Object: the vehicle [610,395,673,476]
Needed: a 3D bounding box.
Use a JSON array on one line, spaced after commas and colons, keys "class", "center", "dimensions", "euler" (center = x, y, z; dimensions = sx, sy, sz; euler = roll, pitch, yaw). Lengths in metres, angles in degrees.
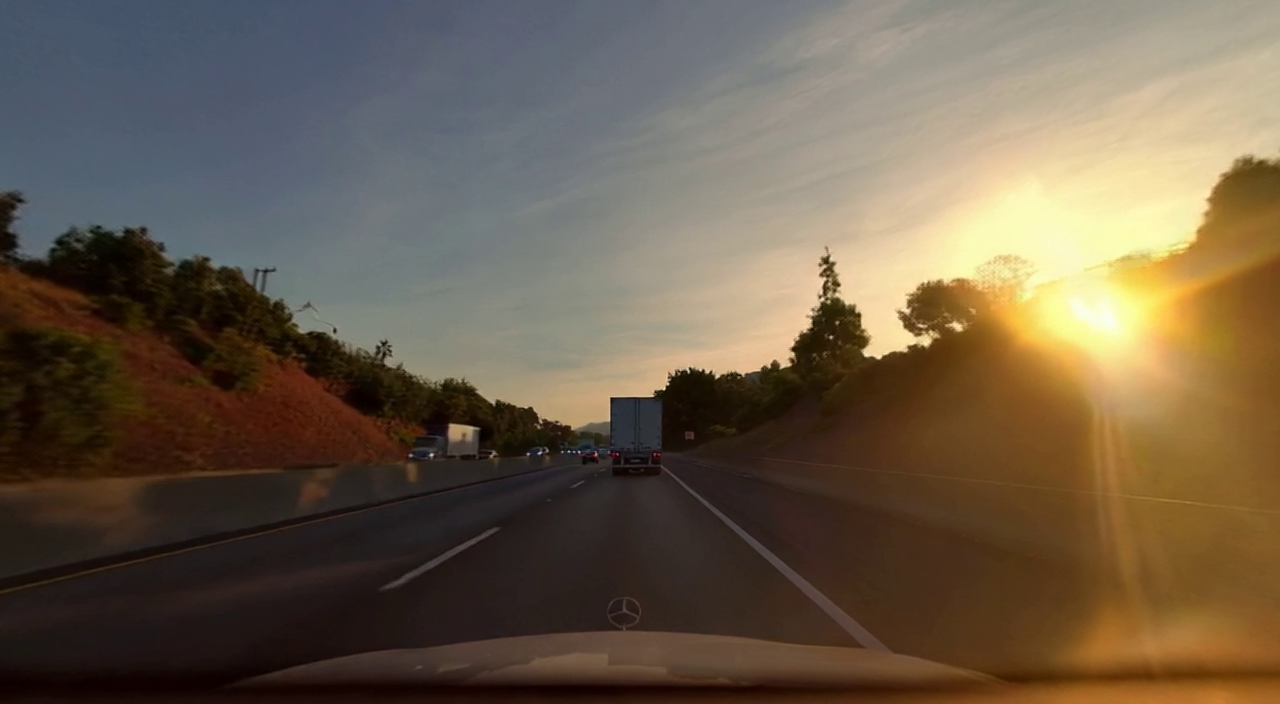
[{"class": "vehicle", "center": [0.085, 4.711, 34.647], "dimensions": [2.959, 3.828, 9.617], "euler": [0, -9, 0]}]
